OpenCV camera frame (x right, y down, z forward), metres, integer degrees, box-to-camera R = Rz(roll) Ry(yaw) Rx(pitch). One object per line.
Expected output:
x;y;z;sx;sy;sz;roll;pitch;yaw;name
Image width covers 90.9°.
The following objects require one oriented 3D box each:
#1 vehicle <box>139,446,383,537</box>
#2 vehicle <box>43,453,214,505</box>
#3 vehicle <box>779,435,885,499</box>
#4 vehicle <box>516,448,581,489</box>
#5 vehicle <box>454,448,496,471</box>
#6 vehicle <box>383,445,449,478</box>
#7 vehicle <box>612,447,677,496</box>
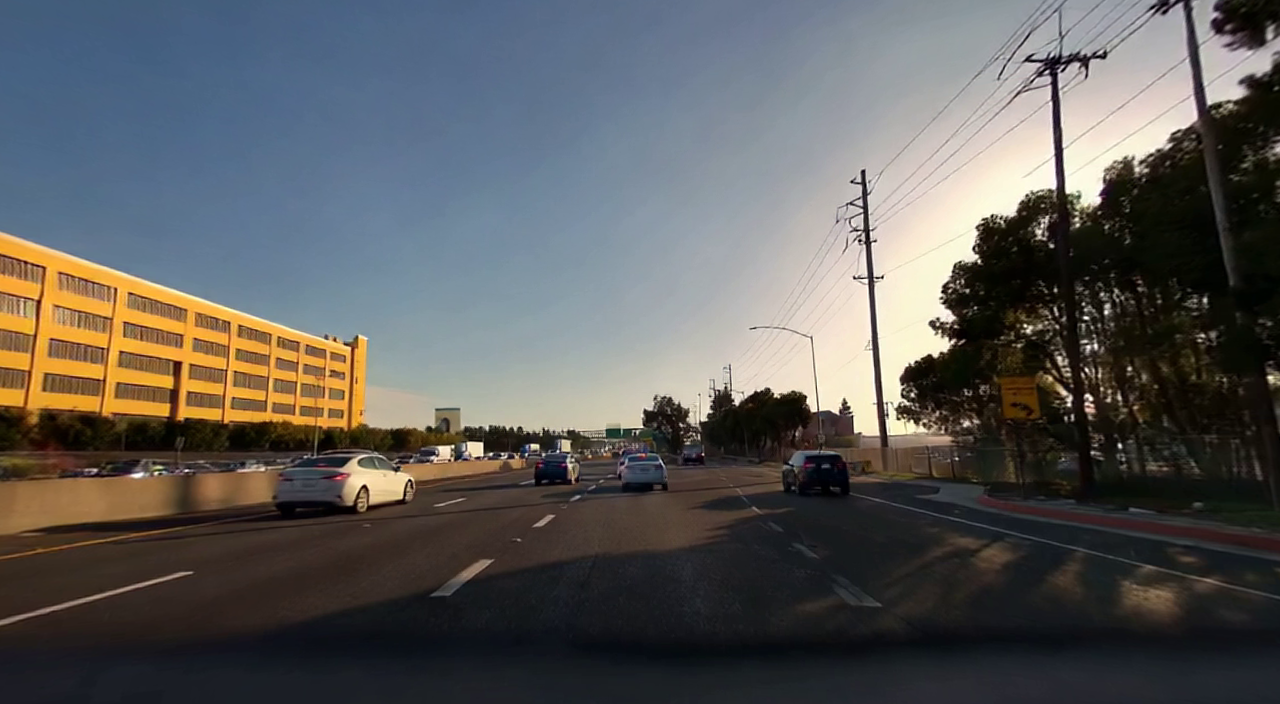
-7.372;2.710;13.062;2.069;1.488;4.780;0;-8;0;vehicle
-16.824;4.160;21.131;1.854;1.433;4.603;-1;-8;1;vehicle
6.060;3.674;20.609;2.106;1.817;4.845;-1;-8;3;vehicle
-3.698;4.790;26.286;2.034;1.466;4.363;-1;-8;1;vehicle
-12.548;8.186;48.227;1.991;1.537;4.464;0;-8;0;vehicle
-12.756;6.251;36.221;2.037;1.712;4.530;-1;-8;1;vehicle
0.132;4.167;22.399;2.107;1.538;3.999;0;-8;0;vehicle
